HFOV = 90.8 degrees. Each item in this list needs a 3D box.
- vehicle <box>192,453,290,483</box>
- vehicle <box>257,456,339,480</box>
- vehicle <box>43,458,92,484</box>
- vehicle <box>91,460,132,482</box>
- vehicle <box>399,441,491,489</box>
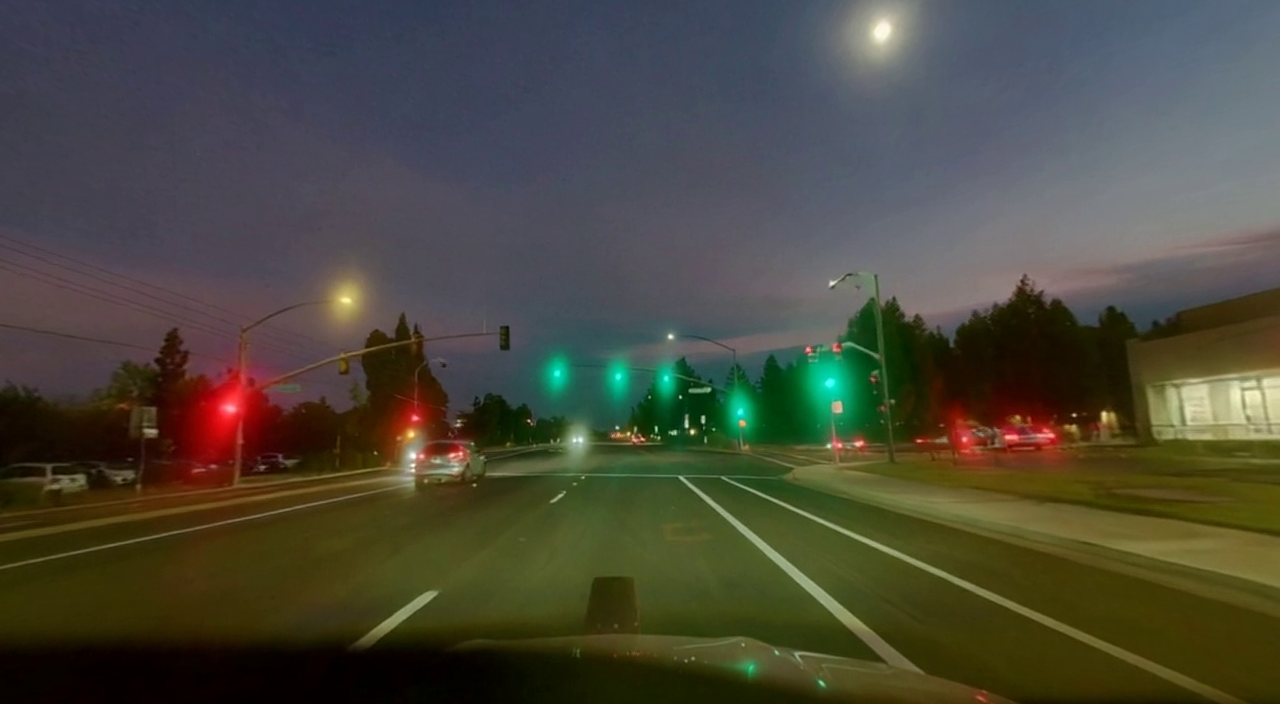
[{"bbox_3d":[-24.662,7.178,39.140,4.722,1.741,2.142,-1,-9,7],"label":"vehicle"},{"bbox_3d":[-22.636,7.653,41.888,4.298,1.466,1.921,-1,-9,4],"label":"vehicle"},{"bbox_3d":[-43.589,9.054,48.156,2.020,1.784,4.391,5,-10,-34],"label":"vehicle"},{"bbox_3d":[-40.556,9.137,48.579,1.906,1.496,4.381,5,-10,-34],"label":"vehicle"},{"bbox_3d":[-6.483,3.778,21.515,1.928,1.451,4.219,0,-9,-2],"label":"vehicle"}]
